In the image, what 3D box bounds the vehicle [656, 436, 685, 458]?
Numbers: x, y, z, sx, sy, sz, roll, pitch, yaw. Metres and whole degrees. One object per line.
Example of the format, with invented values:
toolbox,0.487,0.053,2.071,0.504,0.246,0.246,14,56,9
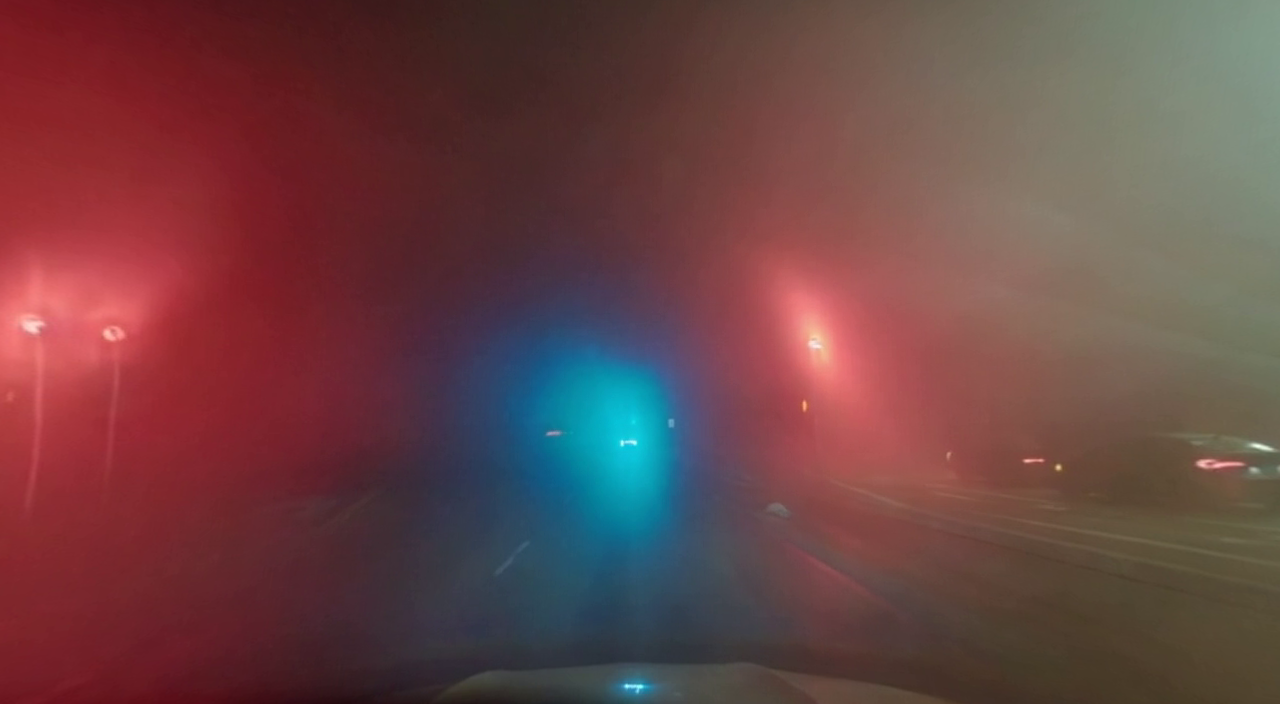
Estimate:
vehicle,2.180,6.636,44.102,1.947,1.475,3.962,-1,-8,4
